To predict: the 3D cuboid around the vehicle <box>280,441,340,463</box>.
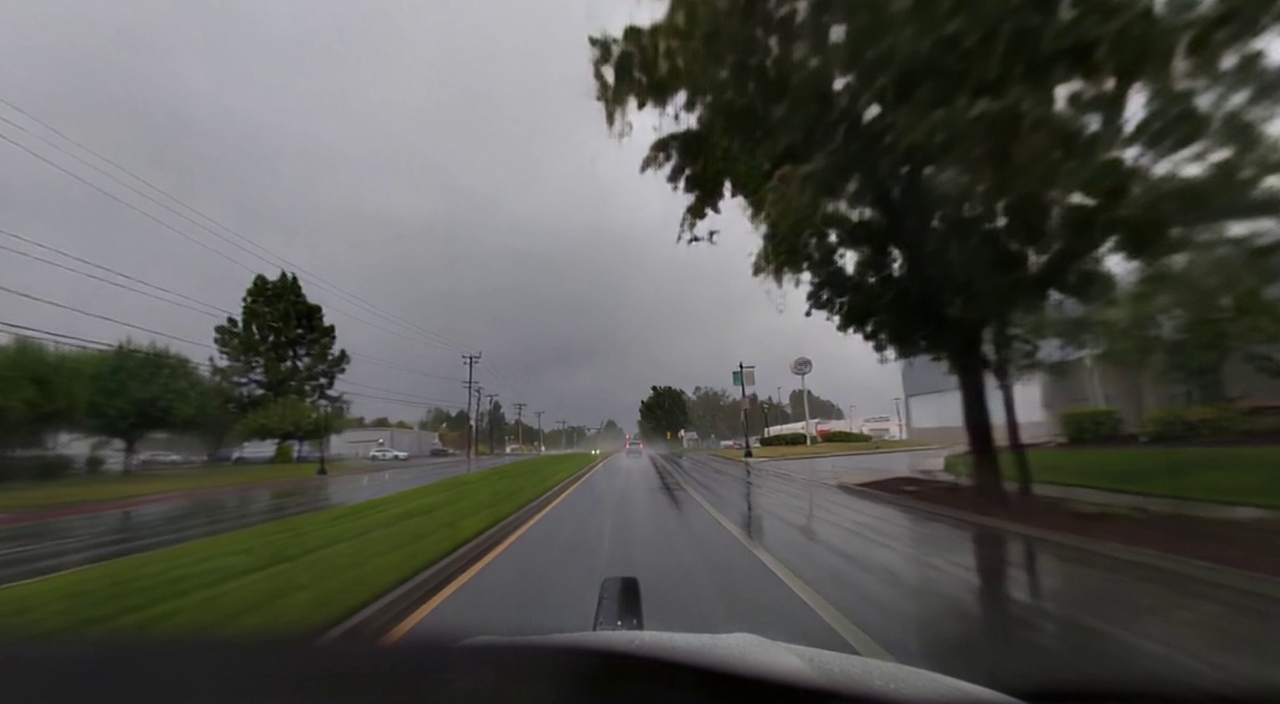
[{"bbox_3d":[-23.556,7.115,45.315,1.815,1.460,4.642,0,-8,0],"label":"vehicle"}]
